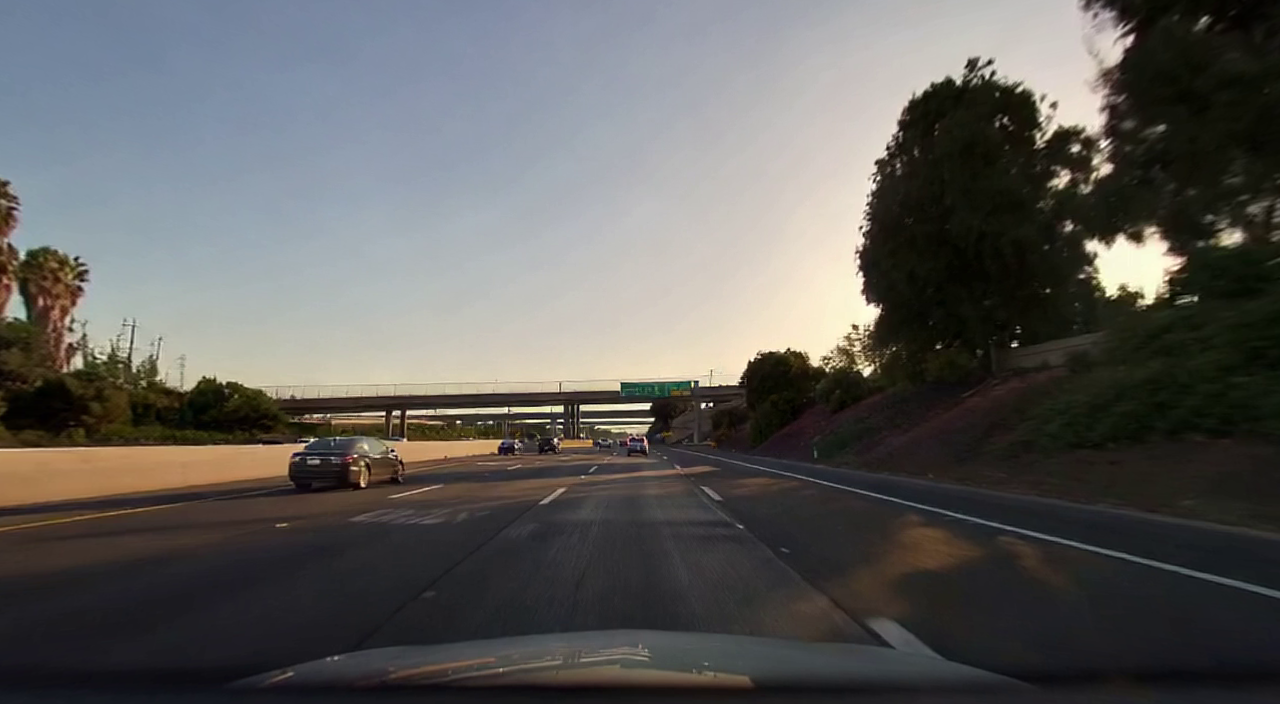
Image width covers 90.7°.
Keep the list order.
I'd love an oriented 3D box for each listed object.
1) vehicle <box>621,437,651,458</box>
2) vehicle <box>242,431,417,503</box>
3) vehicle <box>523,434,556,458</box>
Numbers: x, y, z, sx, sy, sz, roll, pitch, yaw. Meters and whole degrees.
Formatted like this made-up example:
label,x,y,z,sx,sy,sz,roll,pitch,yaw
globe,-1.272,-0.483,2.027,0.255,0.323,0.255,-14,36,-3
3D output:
label,x,y,z,sx,sy,sz,roll,pitch,yaw
vehicle,-0.316,7.114,47.238,2.086,1.472,4.168,0,-8,-1
vehicle,-7.388,2.768,15.701,1.994,1.487,4.605,0,-8,0
vehicle,-7.854,7.387,49.816,1.971,1.715,4.329,0,-8,0
